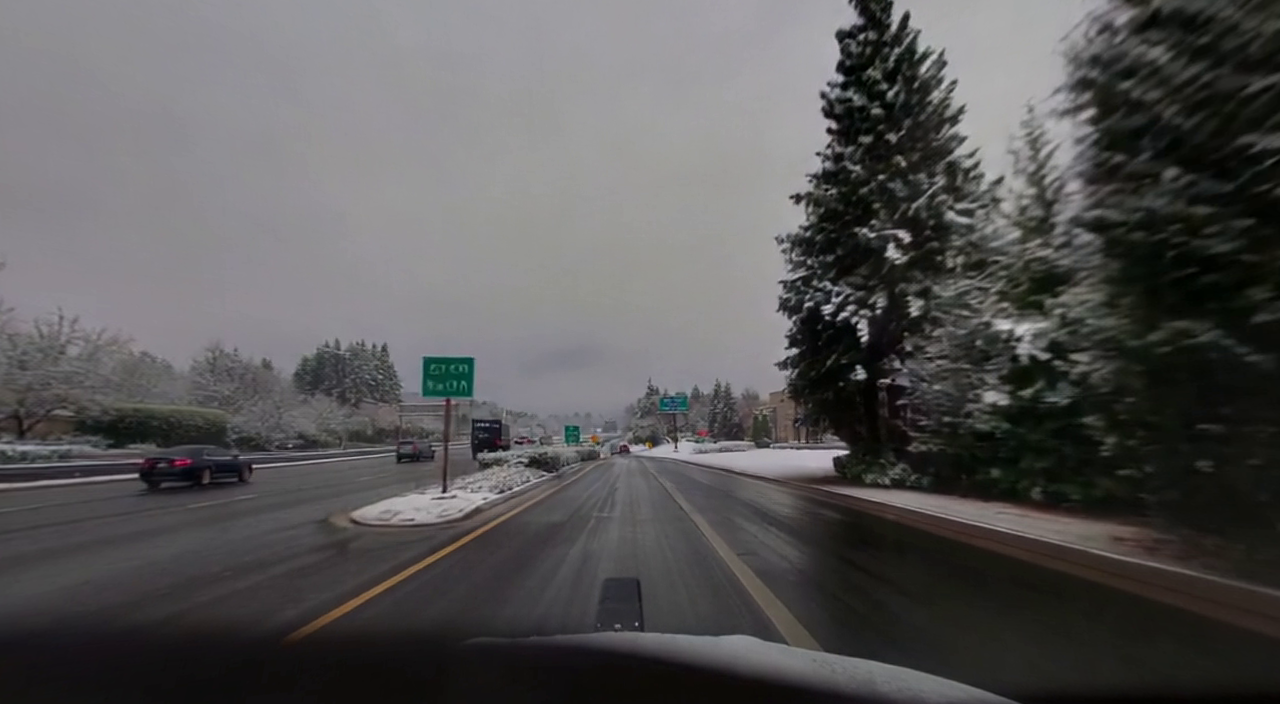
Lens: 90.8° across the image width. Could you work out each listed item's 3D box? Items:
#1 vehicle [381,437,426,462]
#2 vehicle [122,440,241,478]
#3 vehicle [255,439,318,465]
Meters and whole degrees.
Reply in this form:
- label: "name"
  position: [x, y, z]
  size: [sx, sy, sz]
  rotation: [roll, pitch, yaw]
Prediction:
- label: "vehicle"
  position: [-16.961, 6.997, 45.510]
  size: [1.919, 1.658, 4.084]
  rotation: [0, -8, -4]
- label: "vehicle"
  position: [-19.751, 4.624, 27.505]
  size: [1.933, 1.496, 4.516]
  rotation: [0, -8, -3]
- label: "vehicle"
  position: [-24.424, 6.931, 43.865]
  size: [1.998, 1.648, 4.495]
  rotation: [0, -8, -4]
